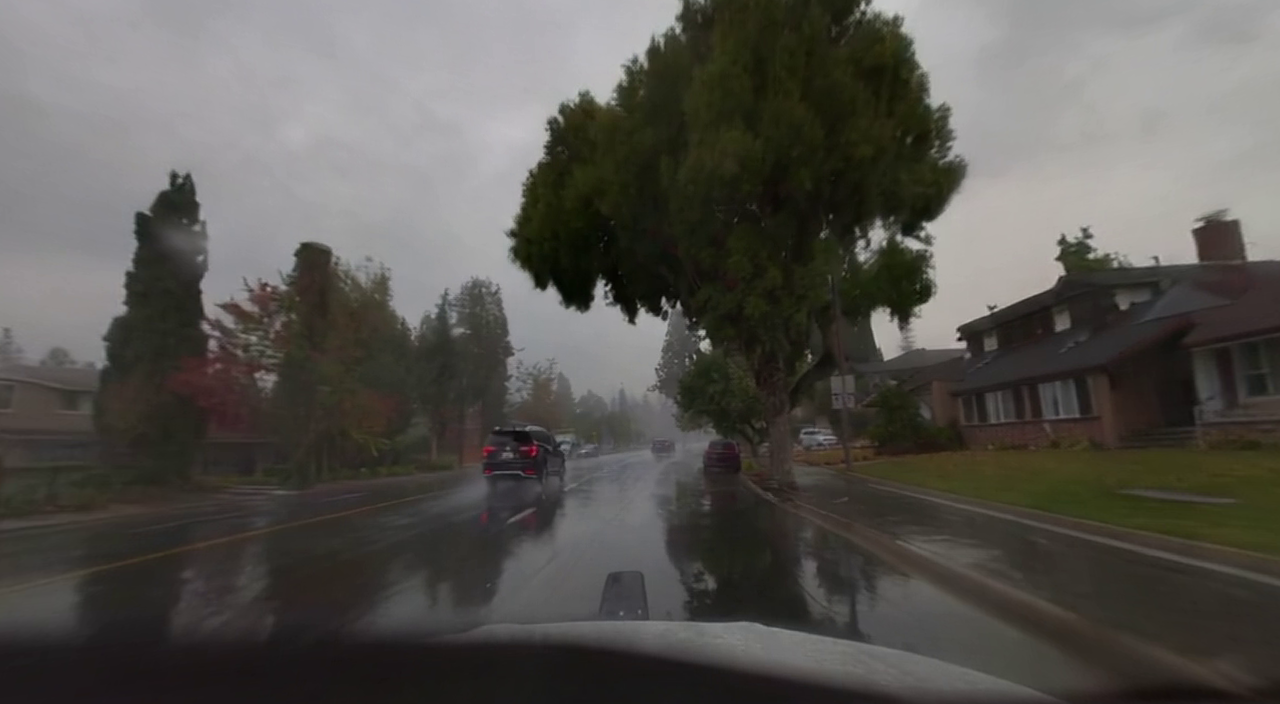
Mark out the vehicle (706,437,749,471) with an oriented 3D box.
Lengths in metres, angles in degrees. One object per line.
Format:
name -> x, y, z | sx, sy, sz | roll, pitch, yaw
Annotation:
vehicle -> 4.641, 5.392, 33.598 | 2.040, 1.643, 4.446 | -1, -9, 8

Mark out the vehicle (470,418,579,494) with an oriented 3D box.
vehicle -> -3.457, 3.259, 20.154 | 2.085, 2.084, 5.133 | -1, -8, 5
